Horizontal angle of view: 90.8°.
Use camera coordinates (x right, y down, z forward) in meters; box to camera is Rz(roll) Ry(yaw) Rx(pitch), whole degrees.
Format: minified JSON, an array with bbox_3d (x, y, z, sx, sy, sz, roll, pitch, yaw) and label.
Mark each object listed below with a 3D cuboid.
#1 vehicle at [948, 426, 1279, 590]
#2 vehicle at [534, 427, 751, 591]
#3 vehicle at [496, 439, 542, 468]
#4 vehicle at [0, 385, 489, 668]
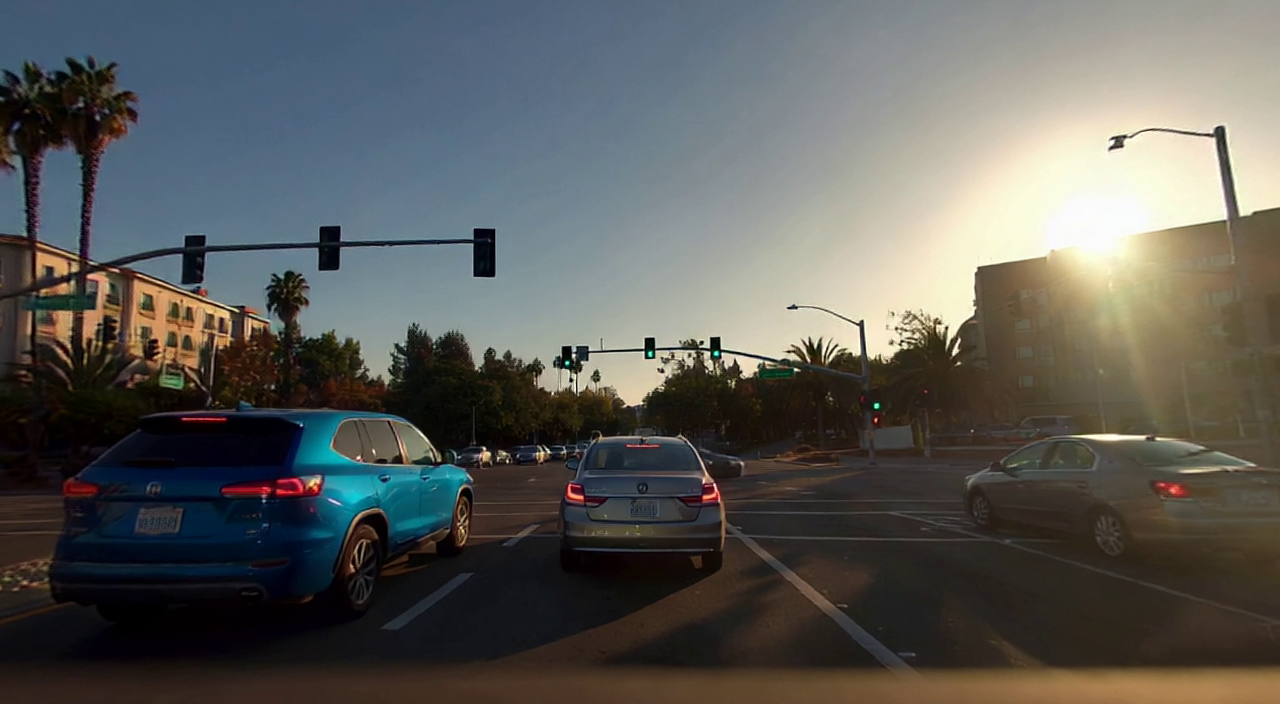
[{"bbox_3d":[6.091,1.768,8.115,1.970,1.489,4.482,0,-8,-1],"label":"vehicle"},{"bbox_3d":[-0.005,1.705,7.722,1.942,1.445,3.973,0,-8,-1],"label":"vehicle"},{"bbox_3d":[-7.944,6.702,42.030,2.130,1.810,4.450,-2,-8,1],"label":"vehicle"},{"bbox_3d":[-3.108,1.373,6.104,2.051,1.682,4.467,0,-8,2],"label":"vehicle"}]
